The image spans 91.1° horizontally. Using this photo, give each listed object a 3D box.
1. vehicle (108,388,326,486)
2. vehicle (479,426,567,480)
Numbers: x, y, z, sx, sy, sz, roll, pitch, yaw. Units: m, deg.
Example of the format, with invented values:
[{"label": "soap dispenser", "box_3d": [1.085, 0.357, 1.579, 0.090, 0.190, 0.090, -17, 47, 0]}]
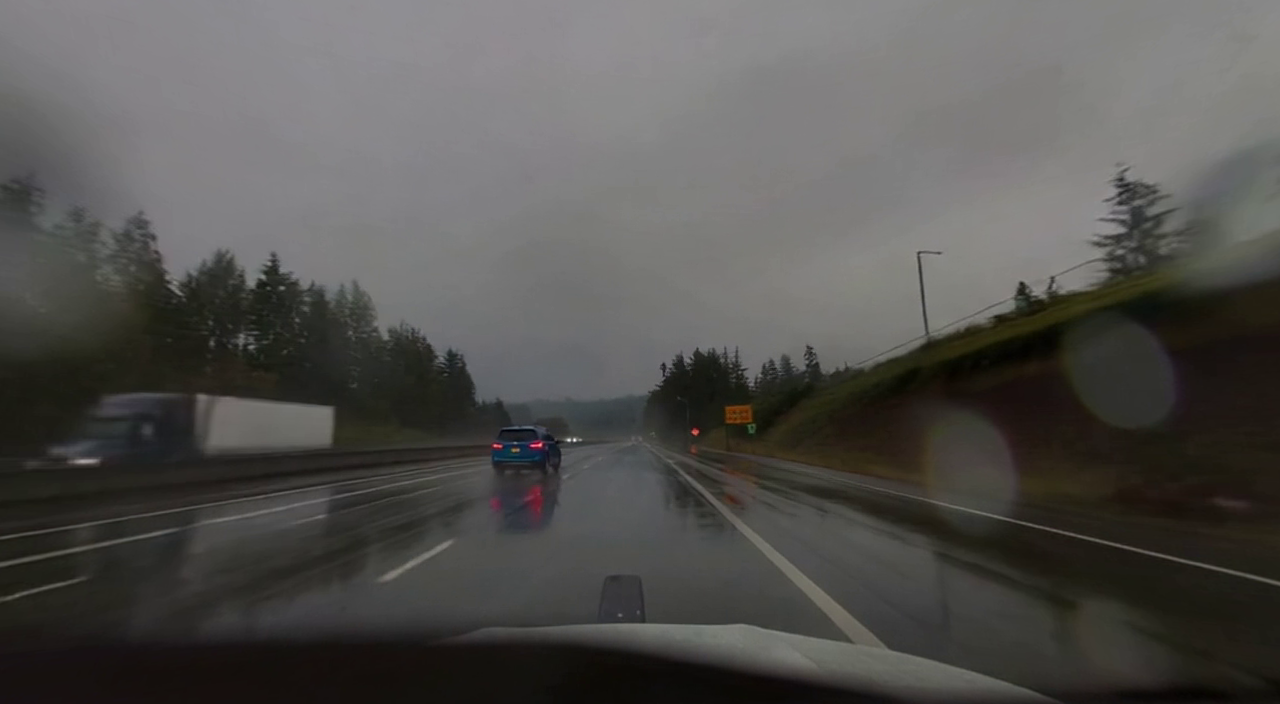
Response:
[{"label": "vehicle", "box_3d": [-17.280, 3.649, 26.866, 2.919, 3.464, 9.114, 0, -8, 0]}, {"label": "vehicle", "box_3d": [-3.915, 3.458, 21.795, 2.125, 1.662, 4.336, 0, -8, 1]}]
